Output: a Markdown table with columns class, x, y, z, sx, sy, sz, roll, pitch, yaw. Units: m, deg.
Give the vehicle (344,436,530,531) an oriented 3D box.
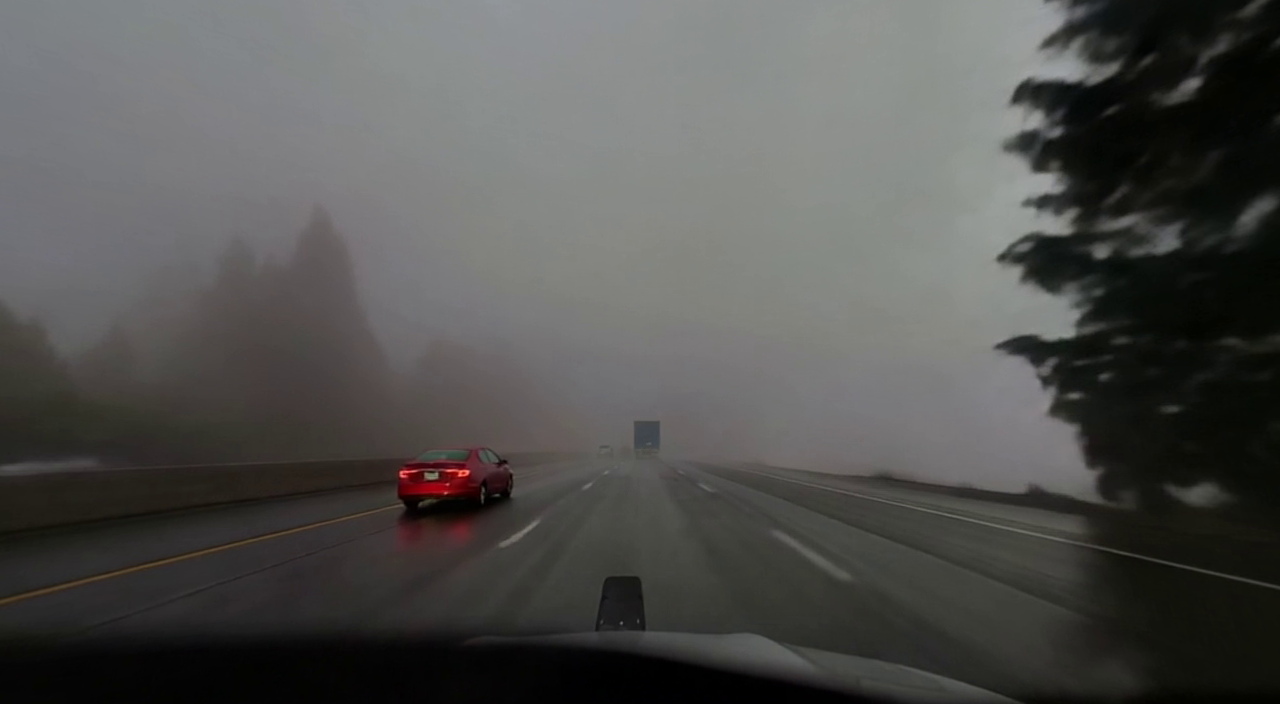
| class | x | y | z | sx | sy | sz | roll | pitch | yaw |
| --- | --- | --- | --- | --- | --- | --- | --- | --- | --- |
| vehicle | -3.755 | 2.533 | 12.801 | 1.999 | 1.533 | 4.870 | -1 | -9 | 2 |
